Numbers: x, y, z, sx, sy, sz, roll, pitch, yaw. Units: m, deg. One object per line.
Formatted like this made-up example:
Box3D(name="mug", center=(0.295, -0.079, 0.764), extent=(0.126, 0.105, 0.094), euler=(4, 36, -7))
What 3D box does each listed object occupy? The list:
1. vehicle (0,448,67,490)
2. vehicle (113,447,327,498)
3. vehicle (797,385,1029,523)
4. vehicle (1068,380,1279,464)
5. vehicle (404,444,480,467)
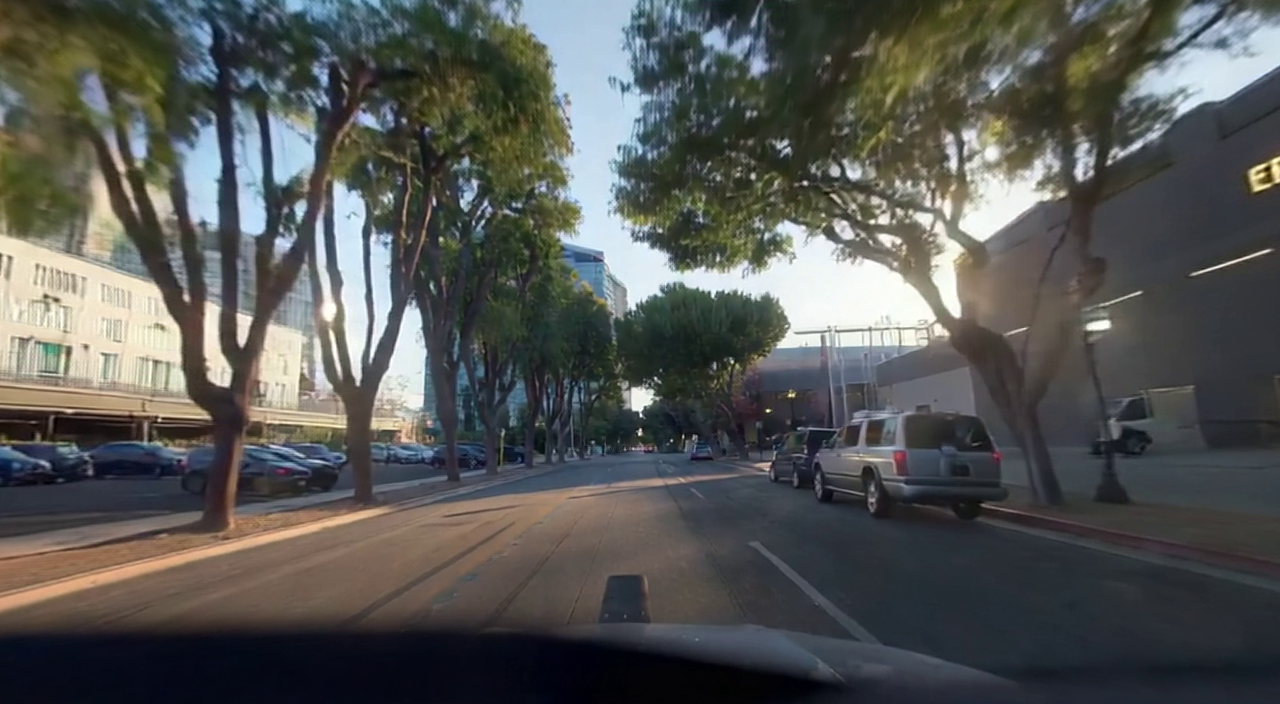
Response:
Box3D(name="vehicle", center=(-25.545, 4.645, 25.254), extent=(1.982, 1.565, 4.910), euler=(3, -9, -19))
Box3D(name="vehicle", center=(-13.064, 3.763, 19.880), extent=(5.269, 1.491, 2.133), euler=(-1, -9, 2))
Box3D(name="vehicle", center=(5.783, 2.341, 14.727), extent=(2.596, 2.509, 6.178), euler=(0, -9, 0))
Box3D(name="vehicle", center=(19.074, 2.678, 23.152), extent=(2.341, 2.648, 6.024), euler=(1, -8, -1))
Box3D(name="vehicle", center=(-14.532, 7.660, 46.612), extent=(4.954, 1.614, 2.227), euler=(0, -9, -5))
